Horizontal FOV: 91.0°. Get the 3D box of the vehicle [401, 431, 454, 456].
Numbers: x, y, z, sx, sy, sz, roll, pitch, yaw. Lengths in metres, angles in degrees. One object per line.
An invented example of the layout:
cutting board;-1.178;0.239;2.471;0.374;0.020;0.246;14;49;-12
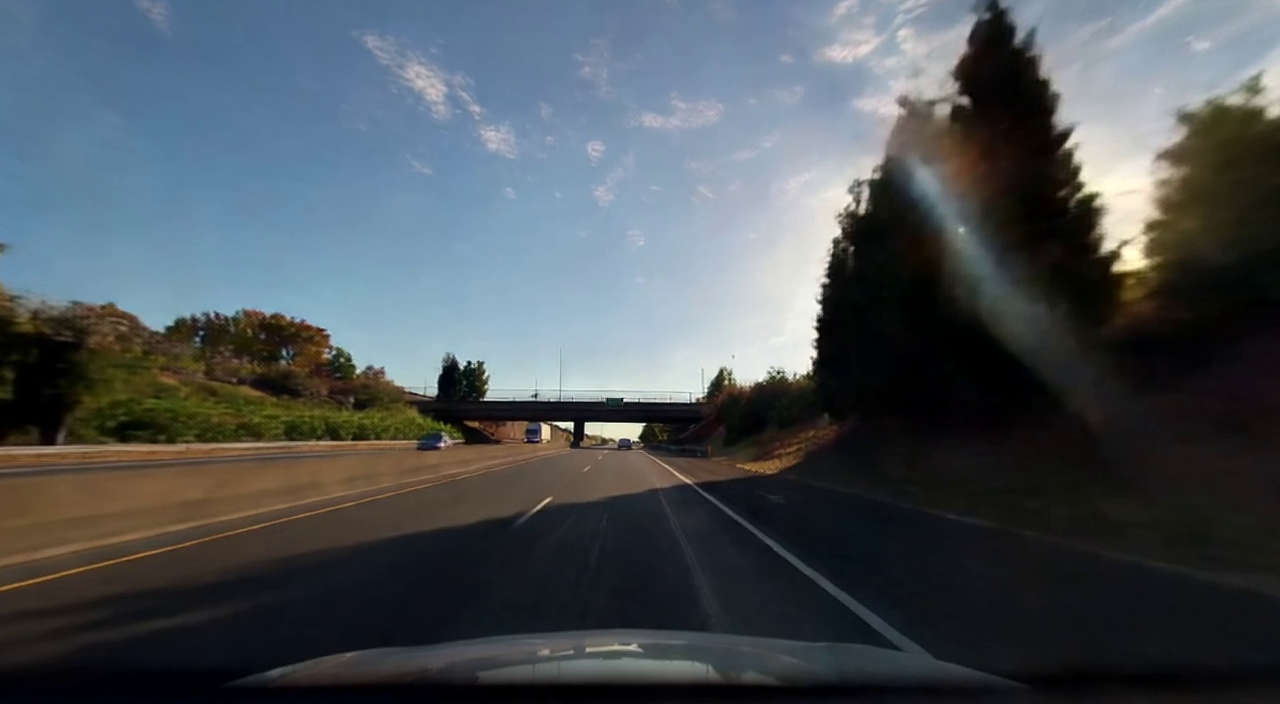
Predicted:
vehicle;-13.683;5.948;40.863;1.919;1.481;4.525;0;-8;-1
